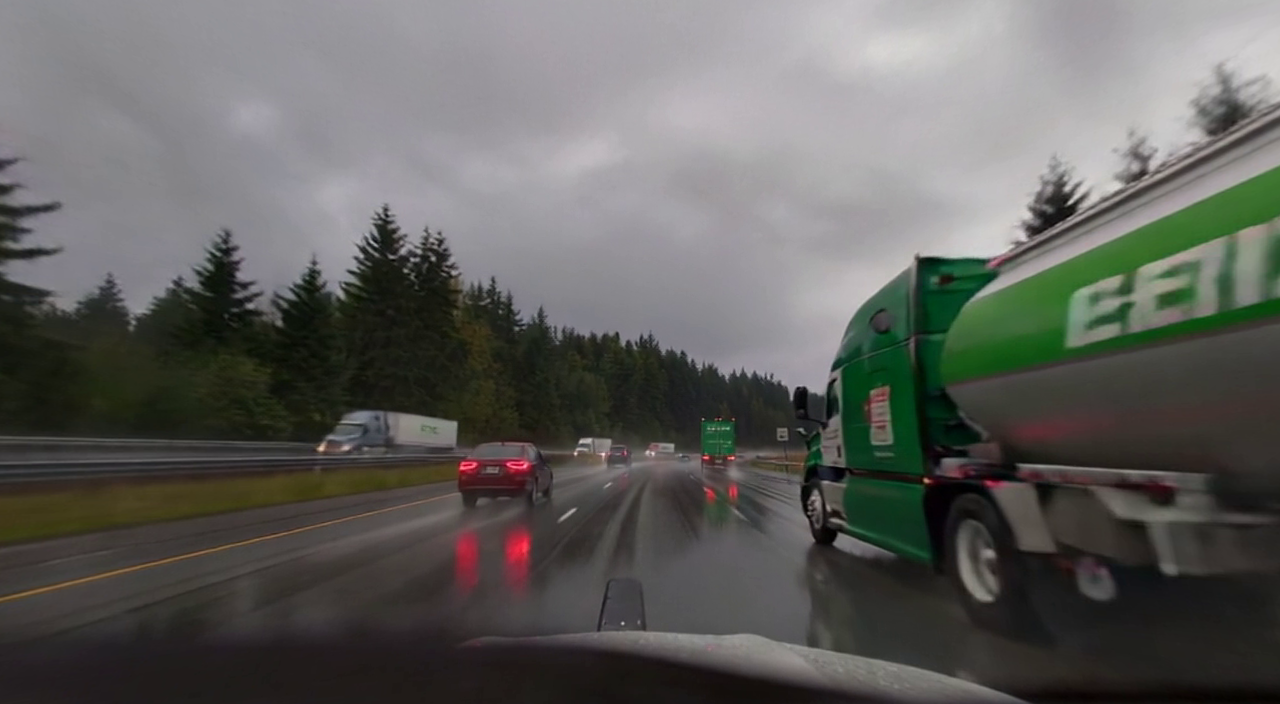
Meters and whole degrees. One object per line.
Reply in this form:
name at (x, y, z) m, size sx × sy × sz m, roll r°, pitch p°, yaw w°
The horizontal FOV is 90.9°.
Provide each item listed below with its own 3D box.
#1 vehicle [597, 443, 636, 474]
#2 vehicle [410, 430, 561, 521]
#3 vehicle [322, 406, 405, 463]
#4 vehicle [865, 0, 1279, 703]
vehicle at (-1.598, 7.586, 45.124) m, size 2.201 × 2.038 × 5.065 m, roll -1°, pitch -9°, yaw 4°
vehicle at (-3.241, 2.717, 14.318) m, size 2.205 × 1.728 × 4.397 m, roll 0°, pitch -9°, yaw 1°
vehicle at (-20.425, 6.196, 46.958) m, size 2.943 × 3.973 × 5.837 m, roll -1°, pitch -9°, yaw 5°
vehicle at (4.137, -0.052, 2.074) m, size 2.732 × 3.585 × 11.338 m, roll 0°, pitch -9°, yaw 1°
